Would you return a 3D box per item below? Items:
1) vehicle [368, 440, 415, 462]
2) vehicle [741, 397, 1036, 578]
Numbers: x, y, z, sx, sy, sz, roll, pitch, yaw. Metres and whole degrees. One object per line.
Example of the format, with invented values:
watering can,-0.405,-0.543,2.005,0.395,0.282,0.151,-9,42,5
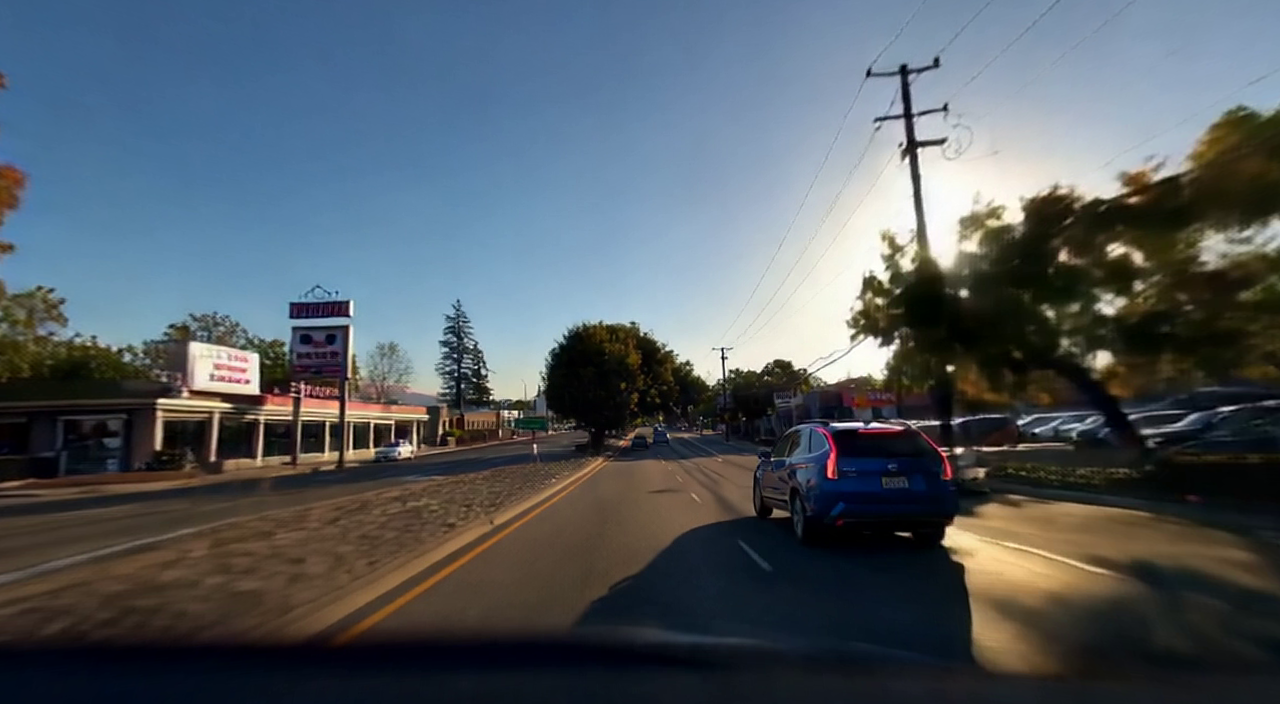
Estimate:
vehicle,-19.480,7.815,49.715,1.988,1.634,4.301,0,-9,-1
vehicle,2.858,1.700,8.689,2.130,1.790,4.615,0,-9,0
